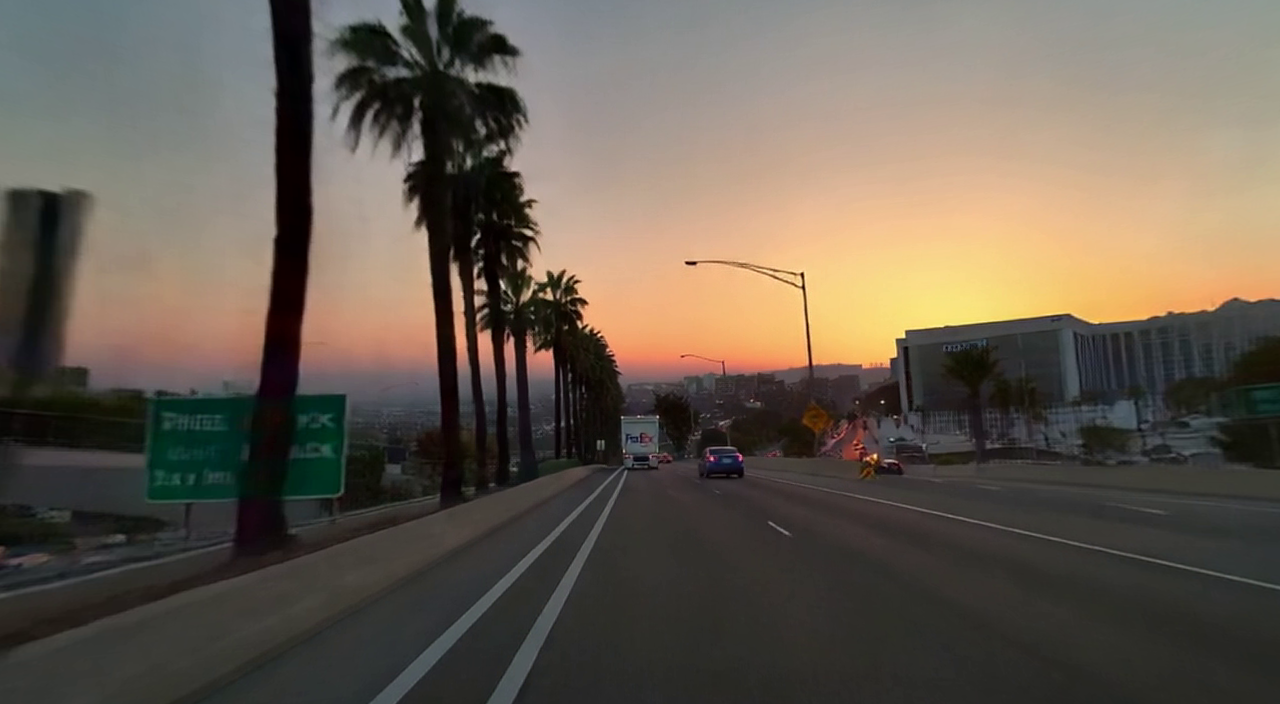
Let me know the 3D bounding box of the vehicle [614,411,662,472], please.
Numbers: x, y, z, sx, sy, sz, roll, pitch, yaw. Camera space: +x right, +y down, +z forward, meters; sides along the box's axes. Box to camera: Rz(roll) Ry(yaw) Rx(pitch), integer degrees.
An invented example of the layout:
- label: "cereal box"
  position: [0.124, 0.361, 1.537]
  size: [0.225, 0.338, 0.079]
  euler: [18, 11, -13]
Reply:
- label: "vehicle"
  position: [-0.200, 6.971, 48.910]
  size: [3.243, 4.134, 11.656]
  euler: [0, -9, -1]

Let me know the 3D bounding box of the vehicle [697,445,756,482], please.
- label: "vehicle"
  position: [3.834, 5.008, 28.583]
  size: [1.966, 1.558, 4.238]
  euler: [0, -9, -1]
